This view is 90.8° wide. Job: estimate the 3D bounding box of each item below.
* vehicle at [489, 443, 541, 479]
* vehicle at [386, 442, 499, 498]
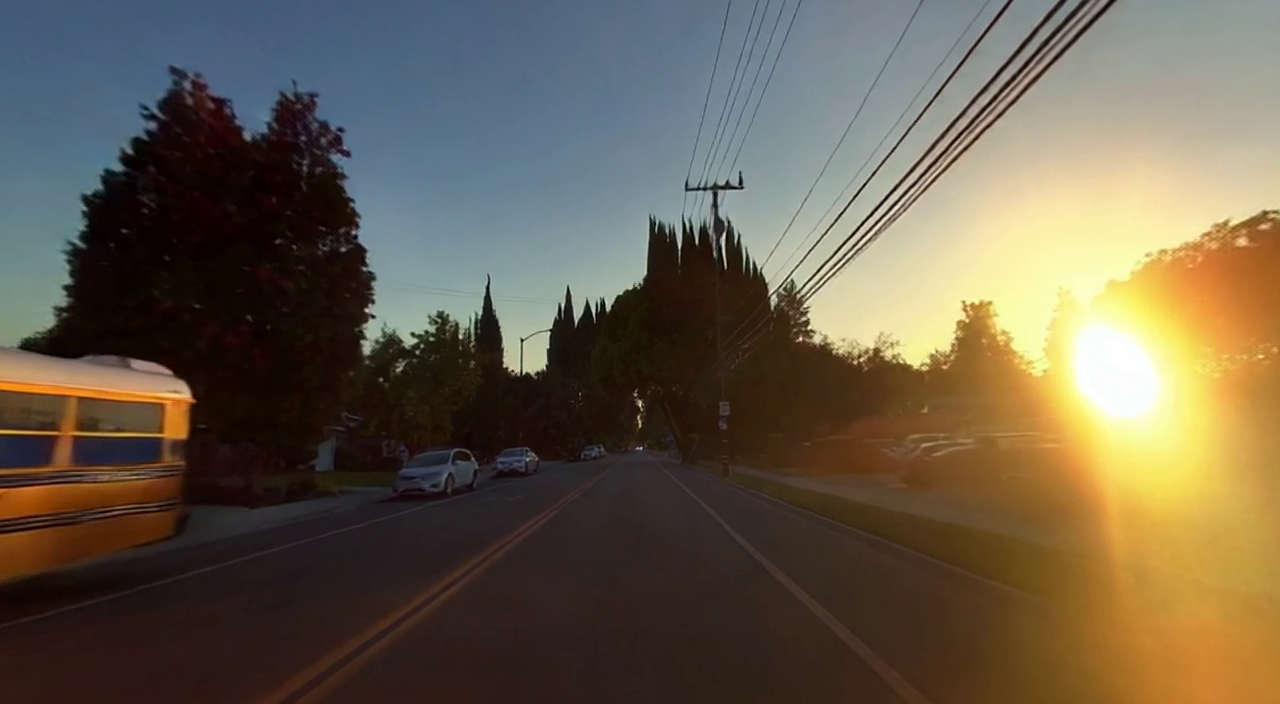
[{"bbox_3d":[-6.748,5.880,34.519,1.923,1.687,4.511,-4,-8,-1],"label":"vehicle"},{"bbox_3d":[-6.519,3.946,21.467,2.129,1.556,4.778,-4,-9,2],"label":"vehicle"}]
